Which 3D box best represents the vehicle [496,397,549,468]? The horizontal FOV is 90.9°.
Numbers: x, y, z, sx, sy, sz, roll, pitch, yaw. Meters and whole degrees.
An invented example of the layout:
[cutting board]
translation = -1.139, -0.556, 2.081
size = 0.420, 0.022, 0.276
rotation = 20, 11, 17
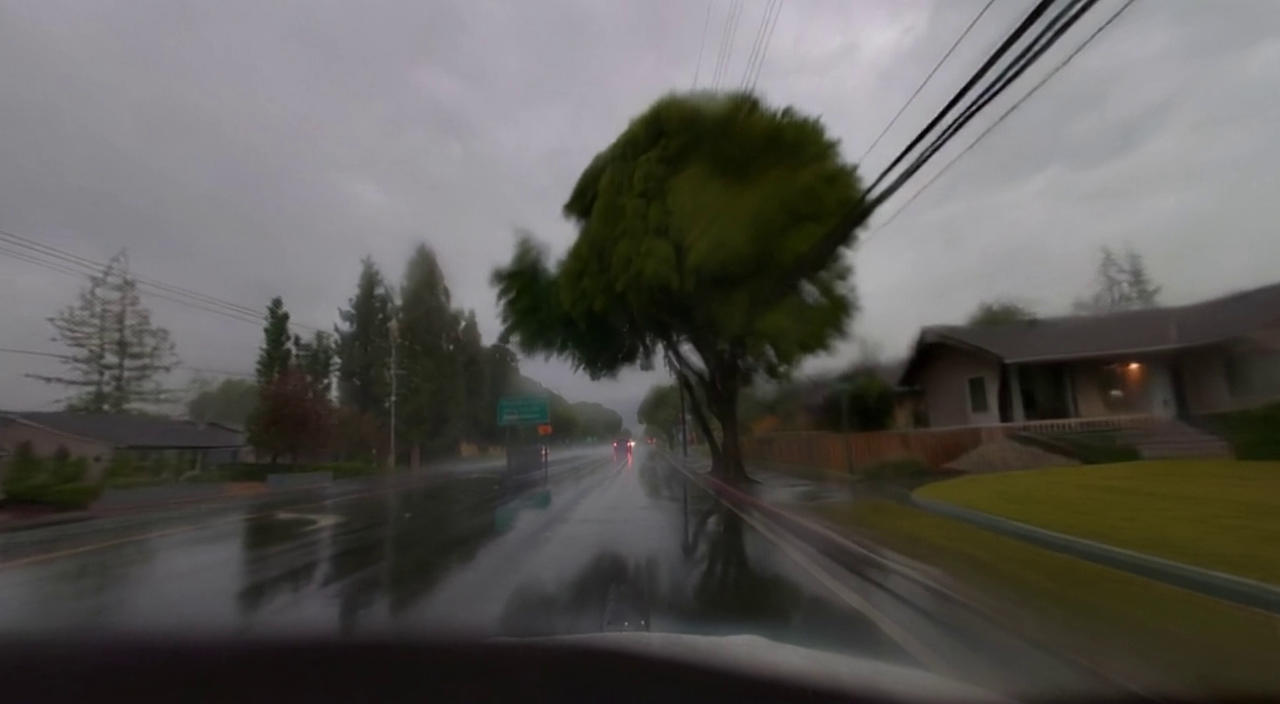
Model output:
[vehicle]
translation = -6.603, 4.580, 35.794
size = 2.365, 3.642, 3.374
rotation = -4, -8, -4
